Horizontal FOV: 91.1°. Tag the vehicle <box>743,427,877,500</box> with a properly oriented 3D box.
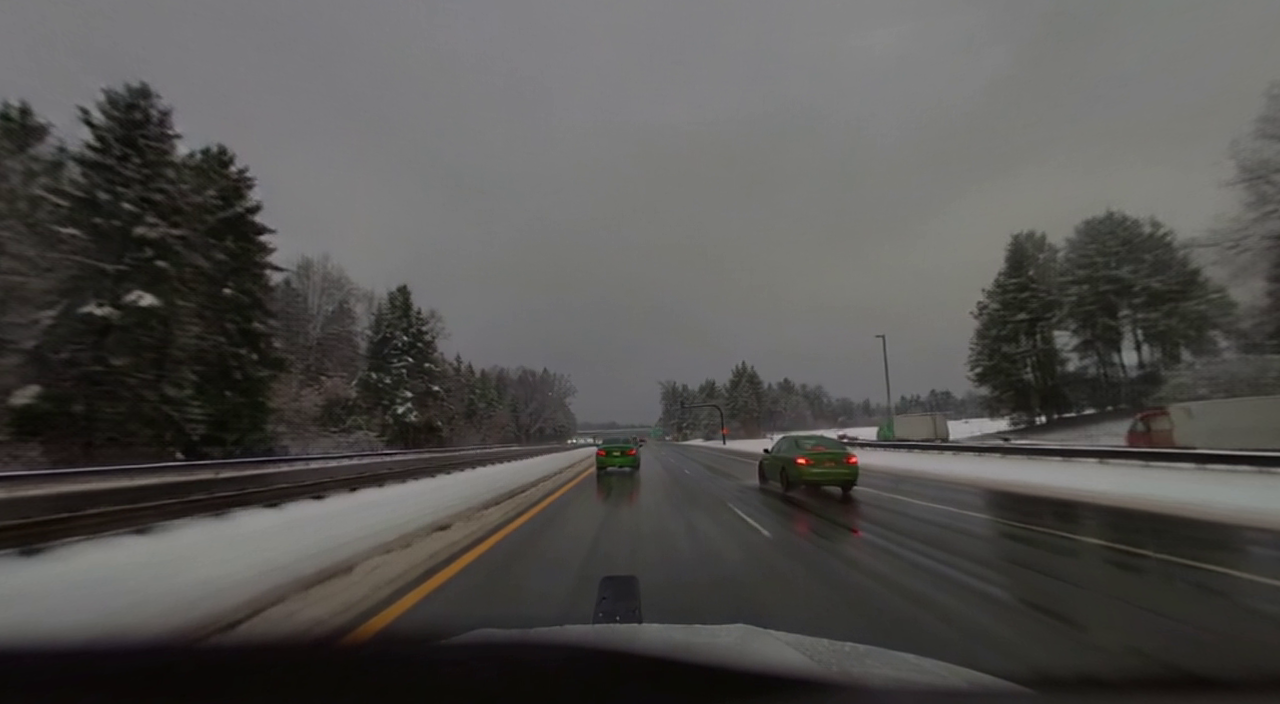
[{"bbox_3d":[3.935,2.633,15.430,2.010,1.508,4.285,0,-8,-1],"label":"vehicle"}]

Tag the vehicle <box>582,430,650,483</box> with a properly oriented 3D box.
[{"bbox_3d":[-0.673,3.198,19.619,1.897,1.479,3.724,0,-8,0],"label":"vehicle"}]

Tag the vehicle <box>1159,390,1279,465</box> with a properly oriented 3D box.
[{"bbox_3d":[33.617,4.118,34.069,2.989,3.754,9.173,1,-7,-1],"label":"vehicle"}]
